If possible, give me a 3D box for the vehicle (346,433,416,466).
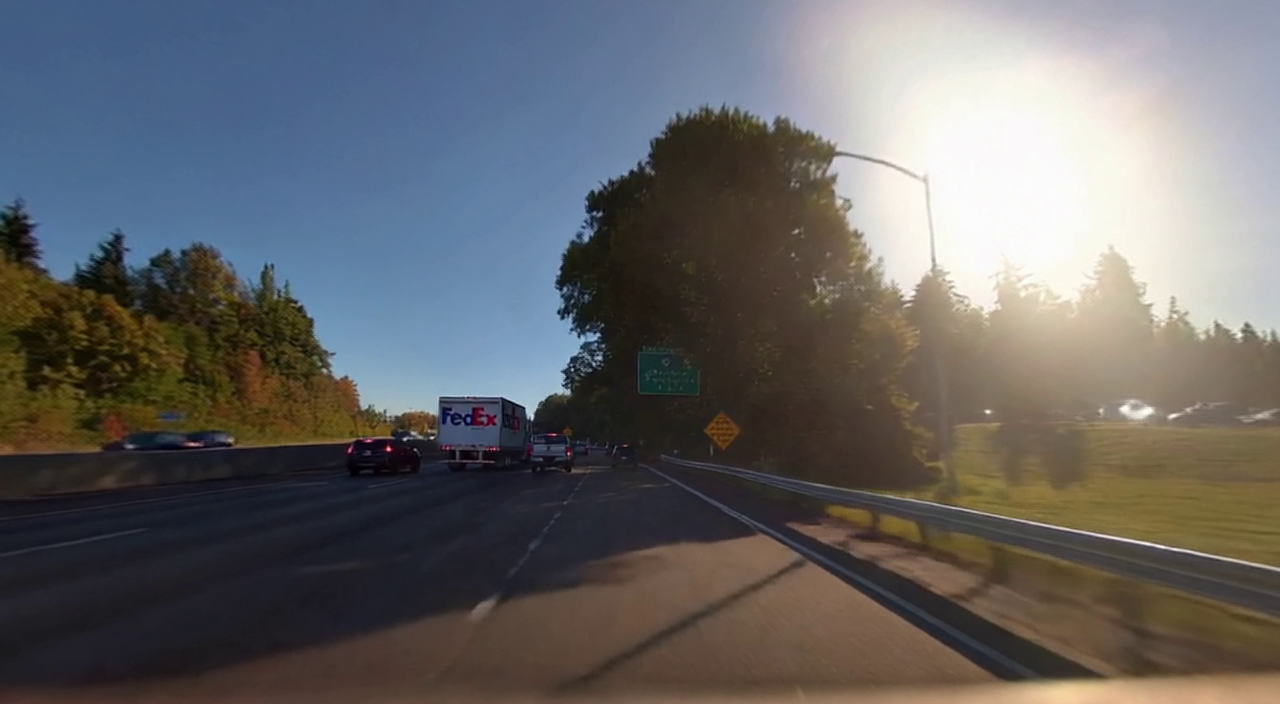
[{"bbox_3d":[-13.920,5.264,34.252,2.018,1.668,4.409,0,-9,-2],"label":"vehicle"}]

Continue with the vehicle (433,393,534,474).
[{"bbox_3d":[-7.051,3.931,29.924,2.870,3.266,8.589,0,-9,-2],"label":"vehicle"}]

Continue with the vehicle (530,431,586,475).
[{"bbox_3d":[-3.728,4.696,29.537,2.170,1.886,4.628,0,-9,-2],"label":"vehicle"}]

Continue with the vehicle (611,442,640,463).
[{"bbox_3d":[-1.122,7.513,47.182,2.043,1.489,3.839,0,-9,-3],"label":"vehicle"}]

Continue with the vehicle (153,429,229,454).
[{"bbox_3d":[-30.893,6.213,43.689,1.914,1.670,4.733,0,-9,-3],"label":"vehicle"}]

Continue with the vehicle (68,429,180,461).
[{"bbox_3d":[-26.714,4.865,32.972,1.992,1.536,4.707,0,-9,-2],"label":"vehicle"}]
